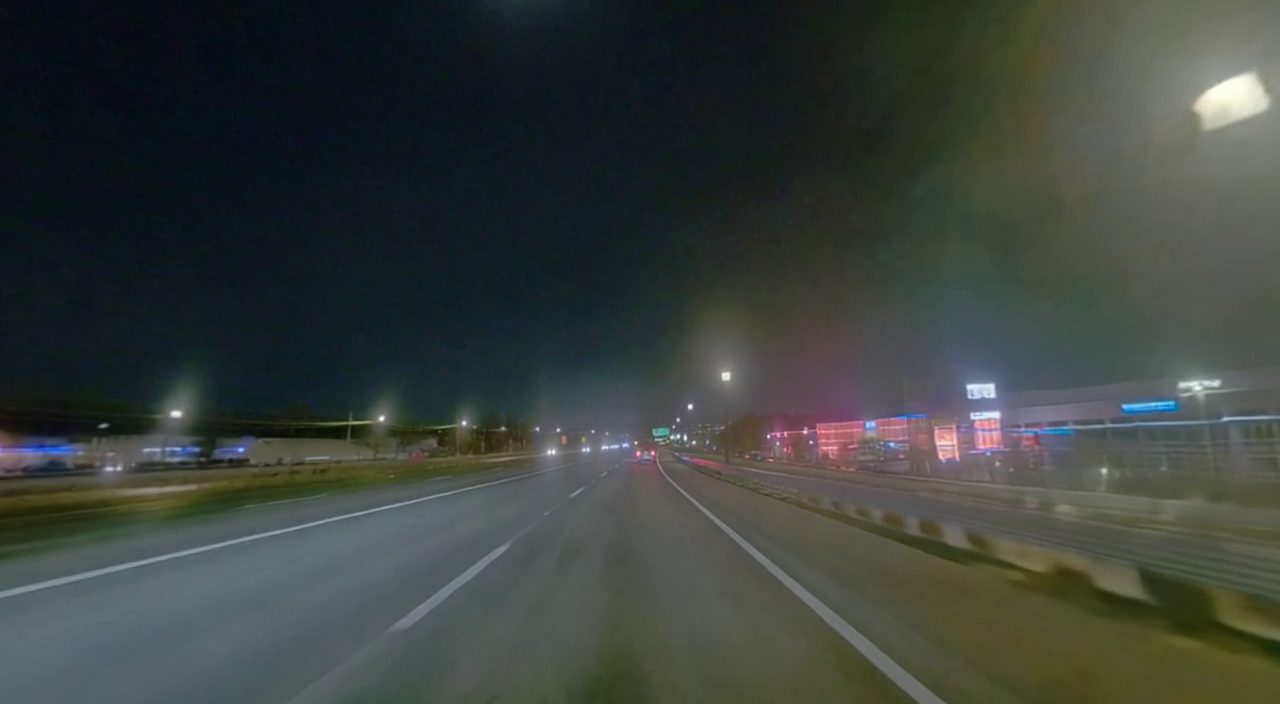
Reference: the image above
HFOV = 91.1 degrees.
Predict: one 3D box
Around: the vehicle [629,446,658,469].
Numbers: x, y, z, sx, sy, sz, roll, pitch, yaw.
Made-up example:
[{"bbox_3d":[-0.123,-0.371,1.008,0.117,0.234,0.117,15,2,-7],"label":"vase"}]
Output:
[{"bbox_3d":[0.247,7.548,45.082,2.014,1.507,3.960,0,-9,0],"label":"vehicle"}]
